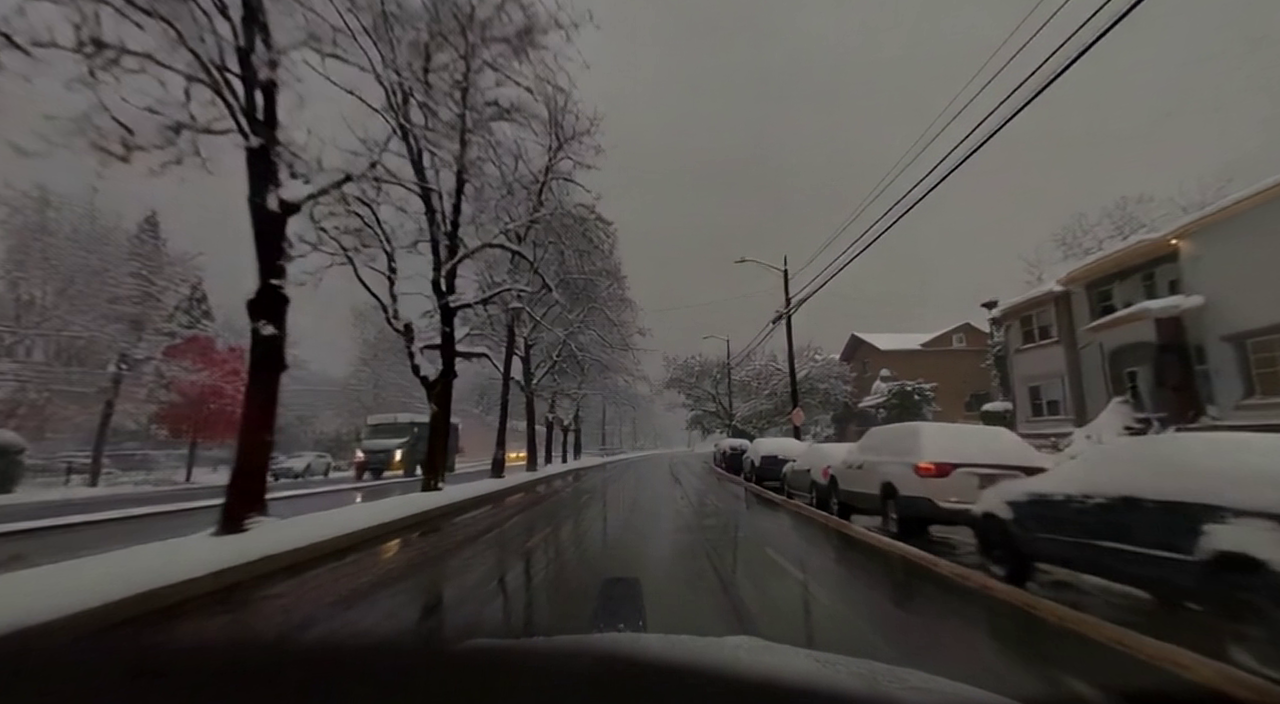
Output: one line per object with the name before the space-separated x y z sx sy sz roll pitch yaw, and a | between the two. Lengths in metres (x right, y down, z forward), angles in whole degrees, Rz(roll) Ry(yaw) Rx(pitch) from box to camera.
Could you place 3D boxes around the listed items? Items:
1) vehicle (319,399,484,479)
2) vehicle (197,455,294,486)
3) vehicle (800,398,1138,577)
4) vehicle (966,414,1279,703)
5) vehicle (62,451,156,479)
vehicle | -12.531 4.930 35.598 3.222 3.589 13.866 -1 -8 3
vehicle | -22.879 6.868 36.844 2.026 1.531 5.099 -1 -8 6
vehicle | 4.041 1.750 9.033 2.108 1.827 4.844 0 -8 -1
vehicle | 4.300 1.245 4.356 1.806 1.536 4.225 0 -8 0
vehicle | -33.698 7.176 40.097 4.231 1.650 2.053 -1 -8 3
